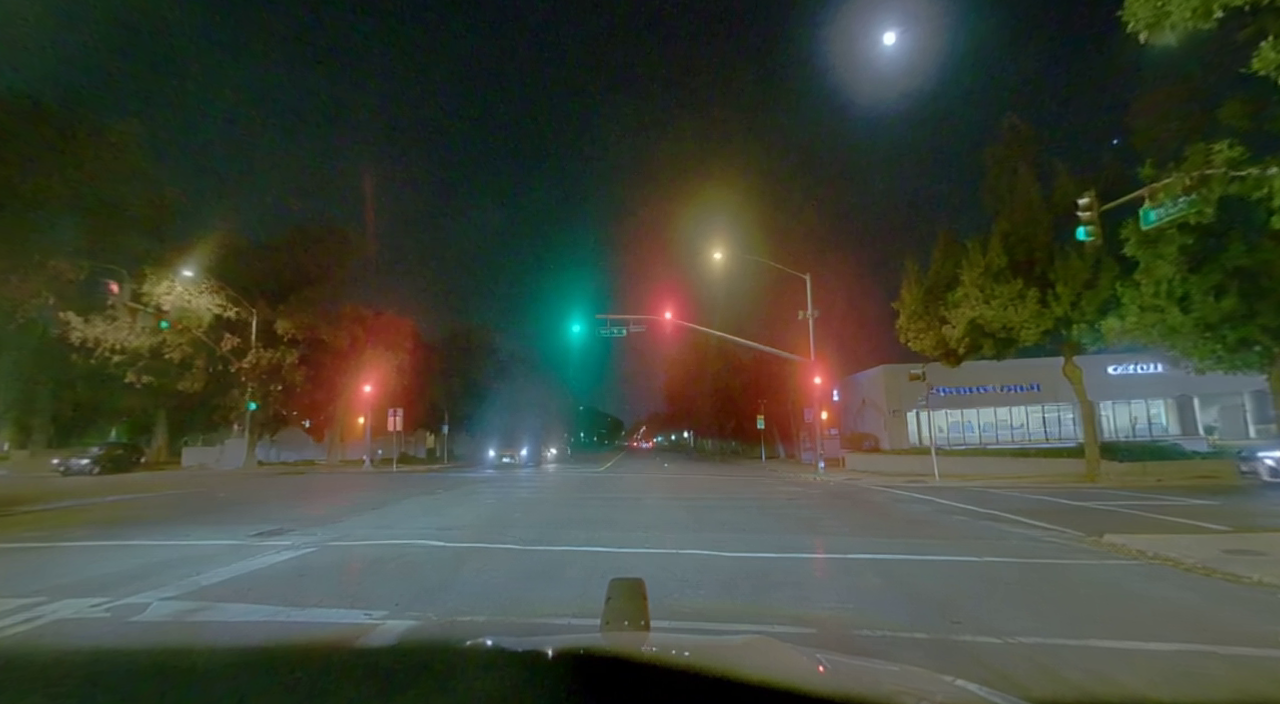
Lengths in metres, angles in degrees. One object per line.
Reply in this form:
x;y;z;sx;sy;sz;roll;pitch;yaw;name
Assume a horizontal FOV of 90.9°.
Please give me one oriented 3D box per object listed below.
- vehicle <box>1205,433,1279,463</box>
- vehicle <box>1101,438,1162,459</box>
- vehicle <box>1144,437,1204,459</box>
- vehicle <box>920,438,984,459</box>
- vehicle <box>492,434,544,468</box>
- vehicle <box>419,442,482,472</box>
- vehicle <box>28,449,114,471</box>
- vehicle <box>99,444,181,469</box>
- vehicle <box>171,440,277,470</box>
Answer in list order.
30.445;4.792;31.635;1.631;1.418;3.531;-2;-9;17;vehicle
38.497;7.543;49.496;1.837;1.514;4.786;-2;-9;13;vehicle
41.253;7.449;48.771;1.767;1.456;4.191;-5;-12;15;vehicle
21.477;6.650;43.379;3.576;1.425;1.702;2;-9;-13;vehicle
-7.157;5.855;37.445;2.081;1.818;4.782;0;-8;1;vehicle
-10.636;5.902;35.707;2.041;1.548;4.868;0;-8;0;vehicle
-39.150;7.454;43.425;4.144;1.446;1.769;0;-8;0;vehicle
-38.660;8.066;48.833;4.516;1.834;2.016;0;-8;-1;vehicle
-24.548;6.071;37.320;4.844;1.690;2.028;0;-8;2;vehicle
